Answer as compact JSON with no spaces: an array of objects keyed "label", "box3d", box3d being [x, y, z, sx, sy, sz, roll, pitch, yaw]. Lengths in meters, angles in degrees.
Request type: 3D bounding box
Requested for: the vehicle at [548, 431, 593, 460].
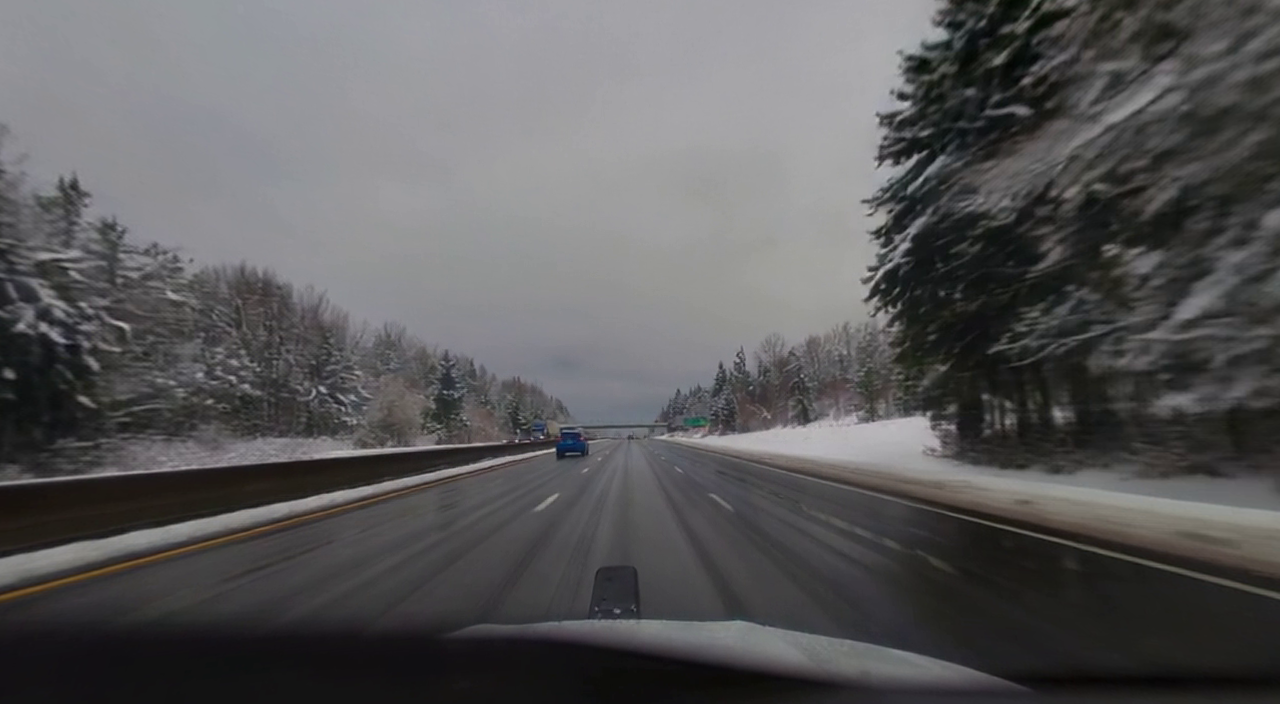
[{"label":"vehicle","box3d":[-3.768,5.147,34.715,2.085,1.479,3.846,0,-8,-1]}]
